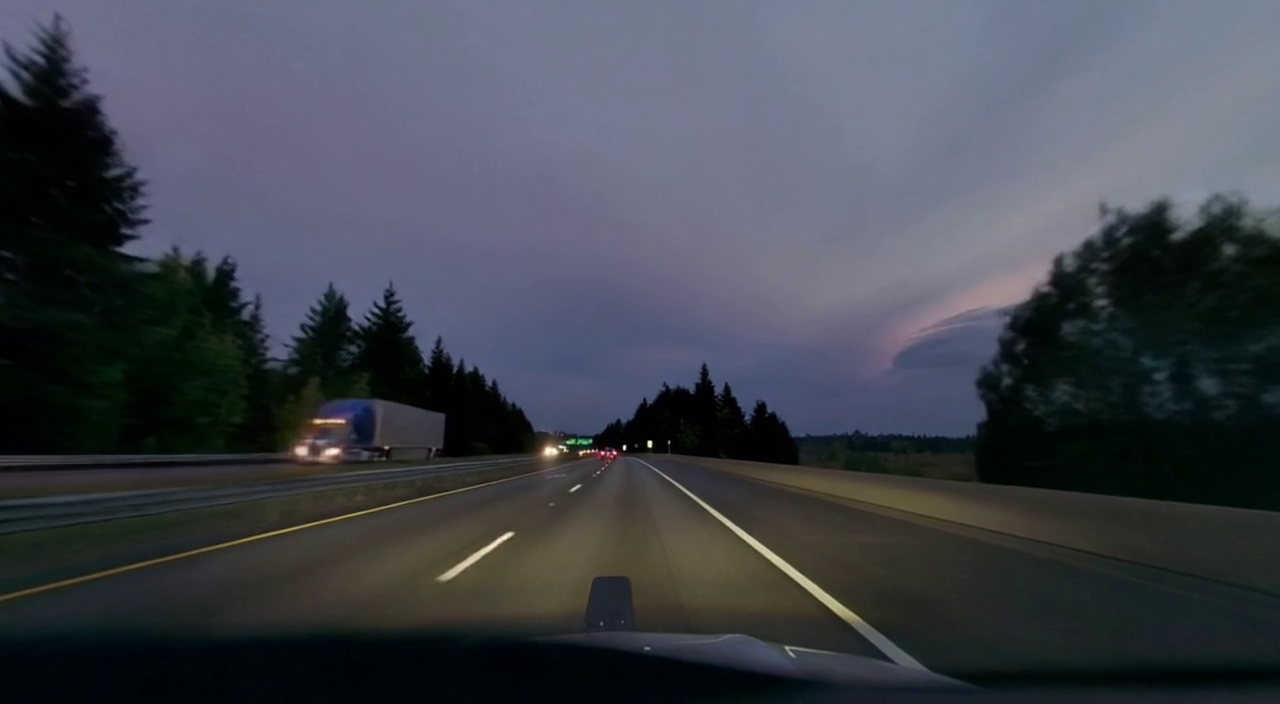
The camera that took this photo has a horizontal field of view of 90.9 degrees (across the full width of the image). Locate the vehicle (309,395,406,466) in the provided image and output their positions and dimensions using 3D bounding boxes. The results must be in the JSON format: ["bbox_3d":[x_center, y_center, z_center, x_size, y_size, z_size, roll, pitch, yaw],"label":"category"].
[{"bbox_3d":[-17.005,4.910,38.525,2.992,3.936,6.525,0,-9,-2],"label":"vehicle"}]
